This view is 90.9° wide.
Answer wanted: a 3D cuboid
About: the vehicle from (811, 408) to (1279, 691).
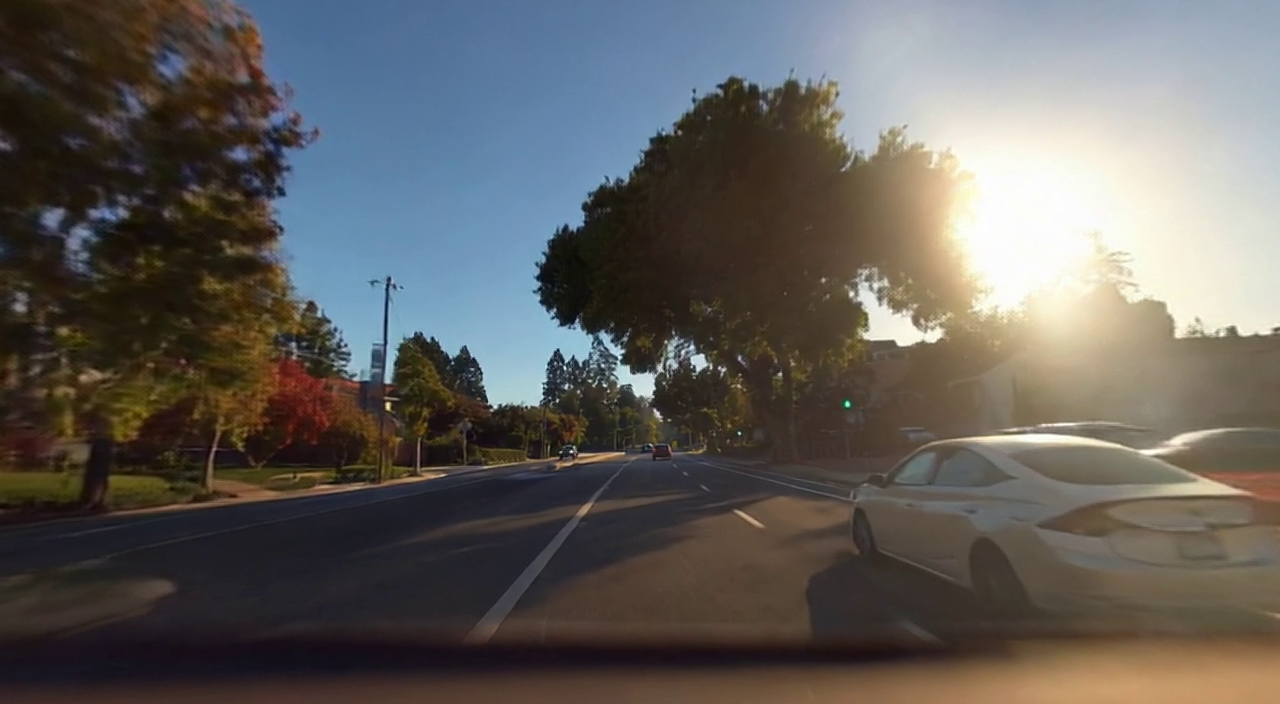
[{"bbox_3d":[3.167,1.359,5.549,2.134,1.476,4.327,0,-8,1],"label":"vehicle"}]
